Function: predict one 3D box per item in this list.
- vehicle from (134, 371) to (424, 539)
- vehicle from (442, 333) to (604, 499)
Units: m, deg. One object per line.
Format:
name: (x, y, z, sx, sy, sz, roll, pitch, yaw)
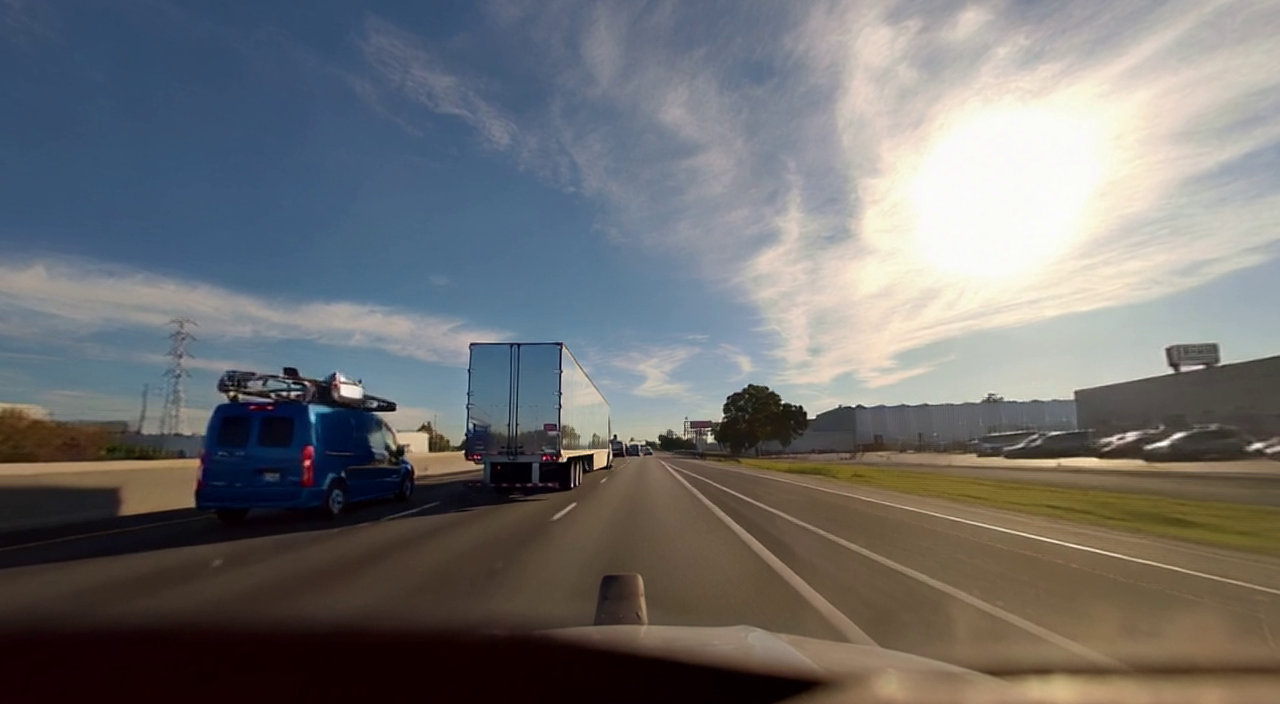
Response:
vehicle: (-6.809, 2.075, 13.166, 2.385, 2.672, 6.049, 0, -8, 0)
vehicle: (-3.404, 2.779, 24.084, 2.939, 4.132, 16.303, 1, -8, 0)
